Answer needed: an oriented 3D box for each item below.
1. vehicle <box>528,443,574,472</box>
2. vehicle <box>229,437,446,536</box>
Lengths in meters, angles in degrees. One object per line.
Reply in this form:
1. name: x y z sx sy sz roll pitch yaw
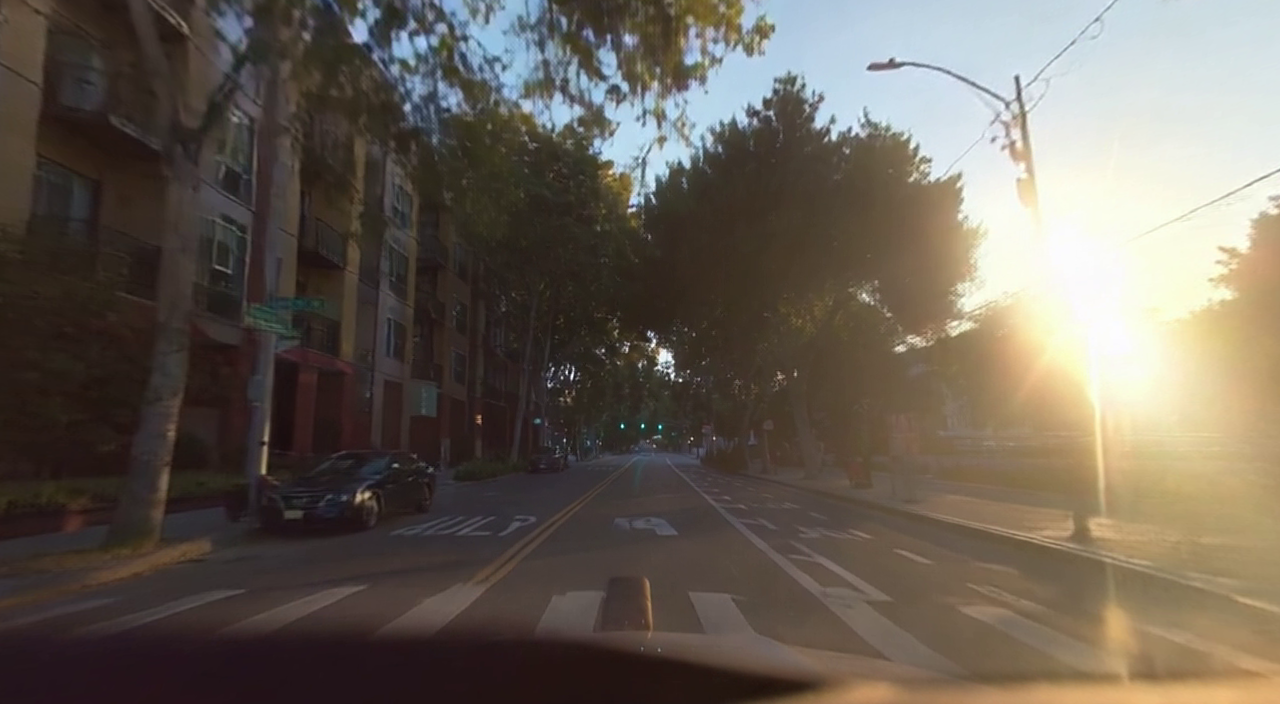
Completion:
1. vehicle: -5.531 6.598 39.771 2.147 1.701 4.879 0 -8 1
2. vehicle: -5.874 2.633 13.089 2.223 1.658 4.621 0 -8 0
